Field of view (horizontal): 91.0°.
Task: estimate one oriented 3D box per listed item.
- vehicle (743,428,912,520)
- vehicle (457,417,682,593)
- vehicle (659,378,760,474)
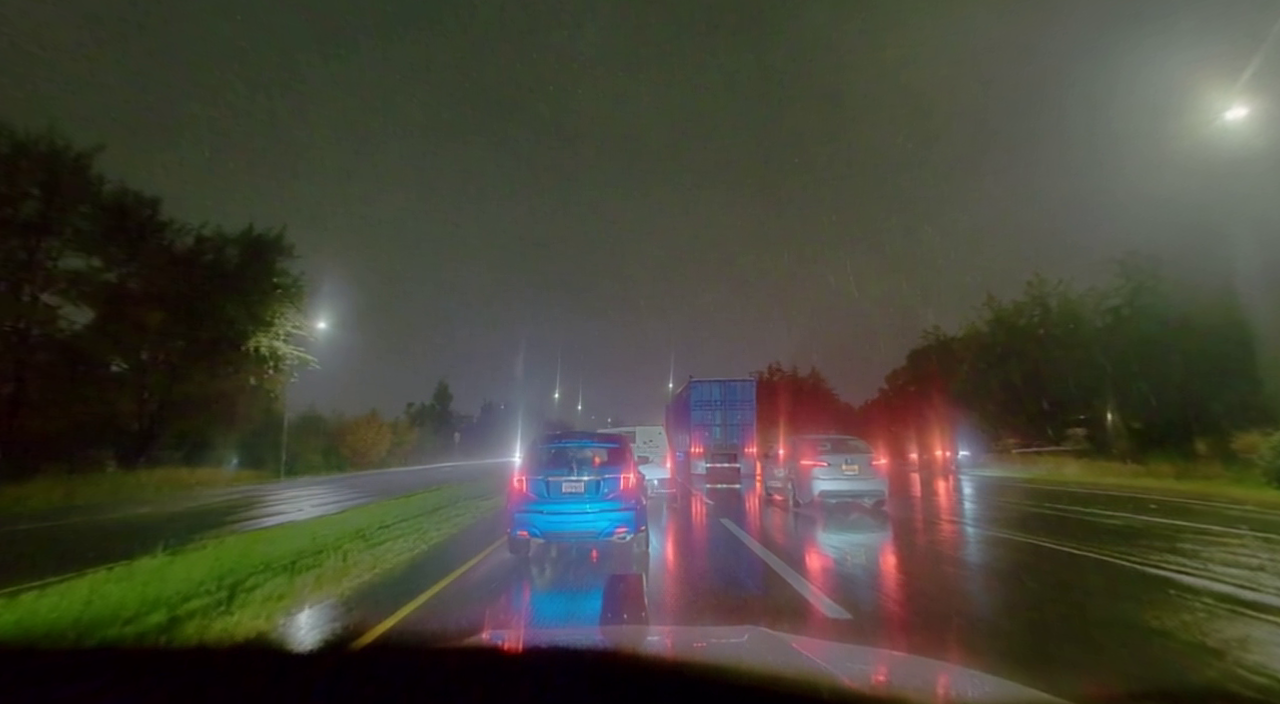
[{"bbox_3d":[3.529,2.385,12.942,1.960,1.515,4.713,0,-8,-1],"label":"vehicle"},{"bbox_3d":[-0.704,1.668,7.745,2.009,1.554,4.013,0,-8,-2],"label":"vehicle"},{"bbox_3d":[3.365,4.466,36.658,3.591,4.290,16.696,0,-8,-1],"label":"vehicle"}]
